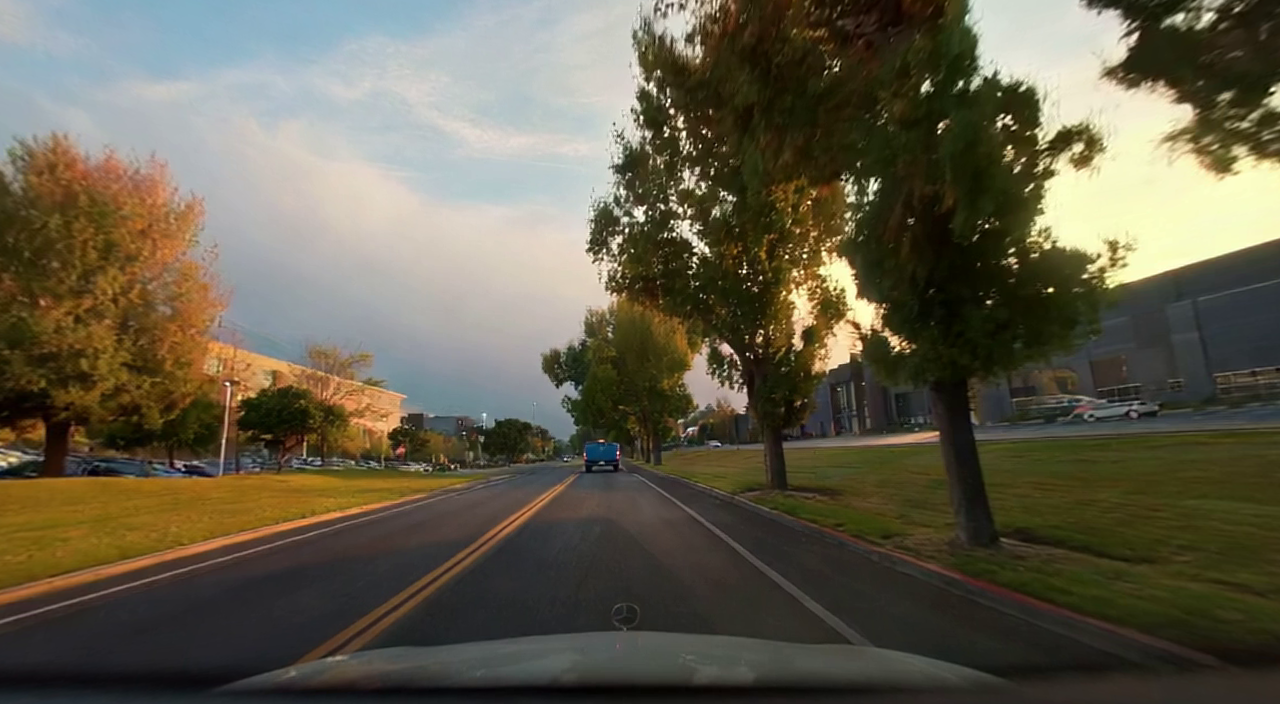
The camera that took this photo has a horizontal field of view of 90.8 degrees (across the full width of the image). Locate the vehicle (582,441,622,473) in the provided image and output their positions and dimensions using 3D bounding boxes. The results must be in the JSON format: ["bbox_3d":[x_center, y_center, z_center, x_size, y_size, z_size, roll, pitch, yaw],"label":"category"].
[{"bbox_3d":[-2.644,7.195,43.487,2.556,2.063,5.578,1,-9,-4],"label":"vehicle"}]
